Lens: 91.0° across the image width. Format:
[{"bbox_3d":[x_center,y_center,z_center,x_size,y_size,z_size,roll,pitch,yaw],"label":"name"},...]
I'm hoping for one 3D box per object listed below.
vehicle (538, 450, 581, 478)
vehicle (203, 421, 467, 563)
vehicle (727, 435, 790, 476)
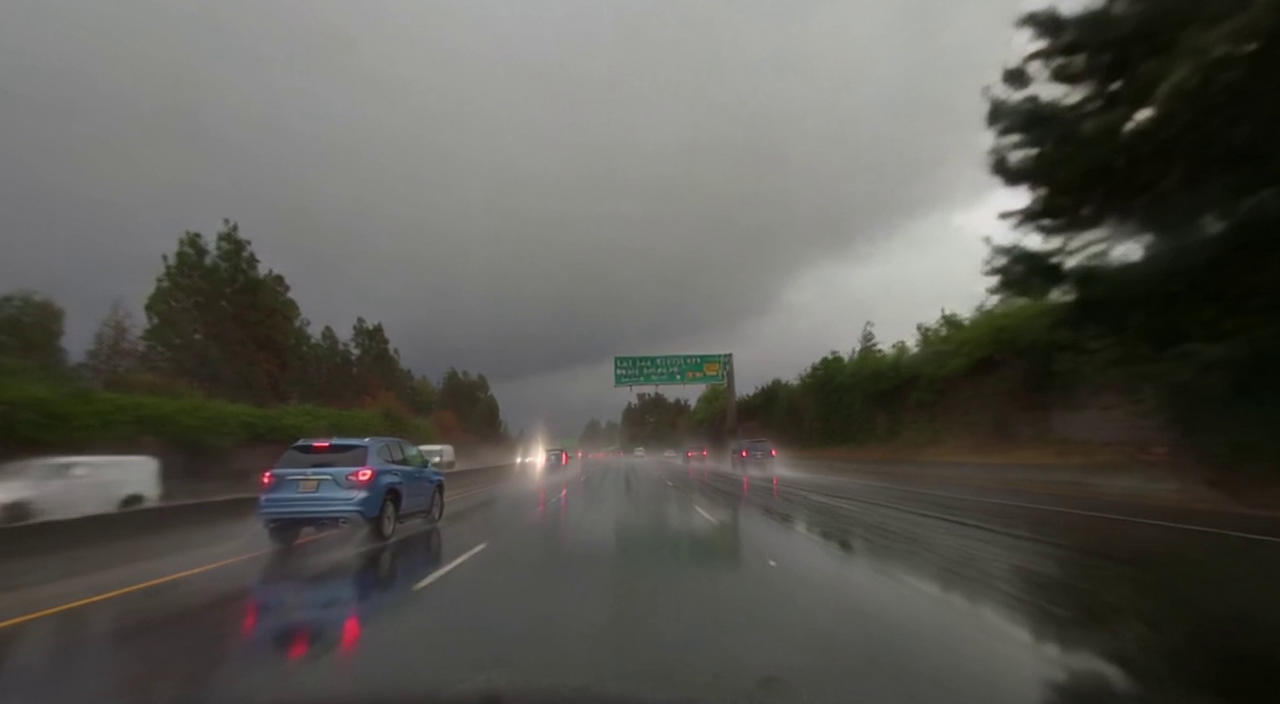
[{"bbox_3d":[-4.510,6.337,35.949,2.009,1.488,4.289,0,-9,-2],"label":"vehicle"},{"bbox_3d":[-4.414,2.089,10.078,2.079,1.745,4.281,0,-9,-1],"label":"vehicle"},{"bbox_3d":[6.526,5.798,35.488,2.378,2.096,5.119,0,-9,-2],"label":"vehicle"}]
